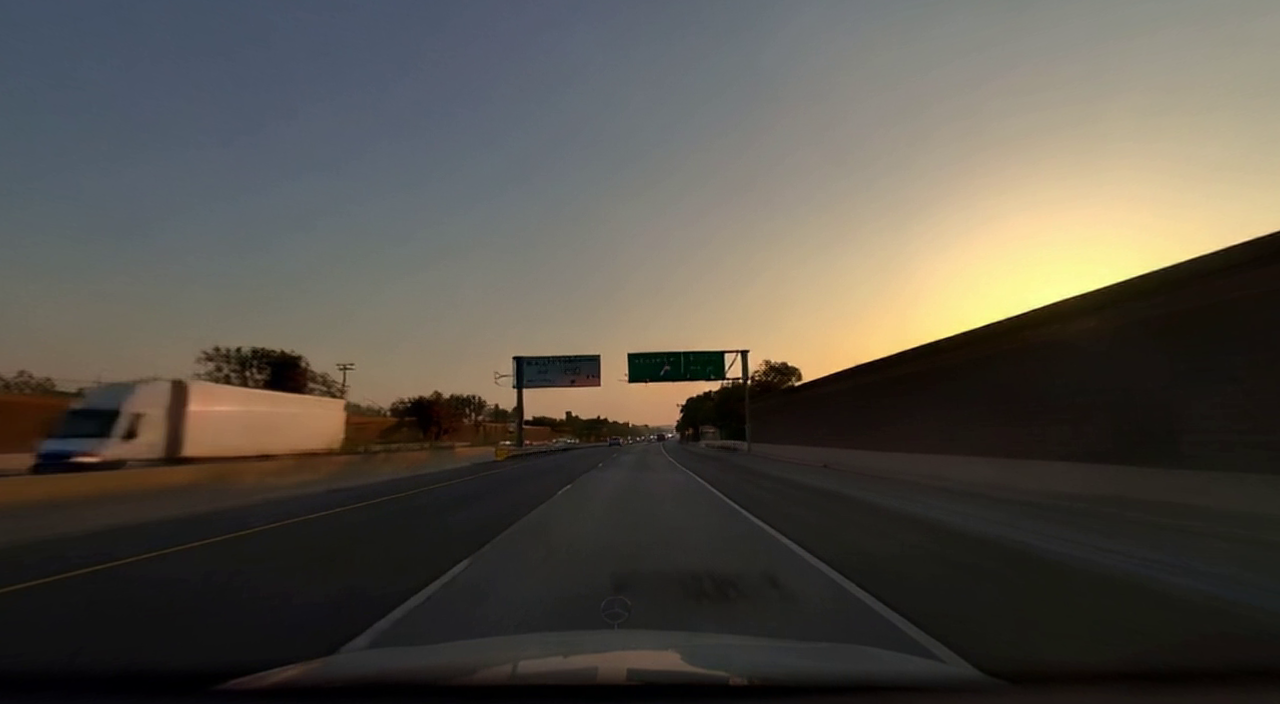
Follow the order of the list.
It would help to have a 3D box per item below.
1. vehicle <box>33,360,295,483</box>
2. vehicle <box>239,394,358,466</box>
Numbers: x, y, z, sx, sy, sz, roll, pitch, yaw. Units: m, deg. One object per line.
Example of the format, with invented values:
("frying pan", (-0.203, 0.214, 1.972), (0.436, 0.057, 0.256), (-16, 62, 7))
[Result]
("vehicle", (-20.580, 3.338, 28.826), (3.021, 4.464, 11.262), (-1, -8, 1))
("vehicle", (-20.565, 4.849, 38.617), (2.832, 3.938, 7.643), (-1, -8, 1))
